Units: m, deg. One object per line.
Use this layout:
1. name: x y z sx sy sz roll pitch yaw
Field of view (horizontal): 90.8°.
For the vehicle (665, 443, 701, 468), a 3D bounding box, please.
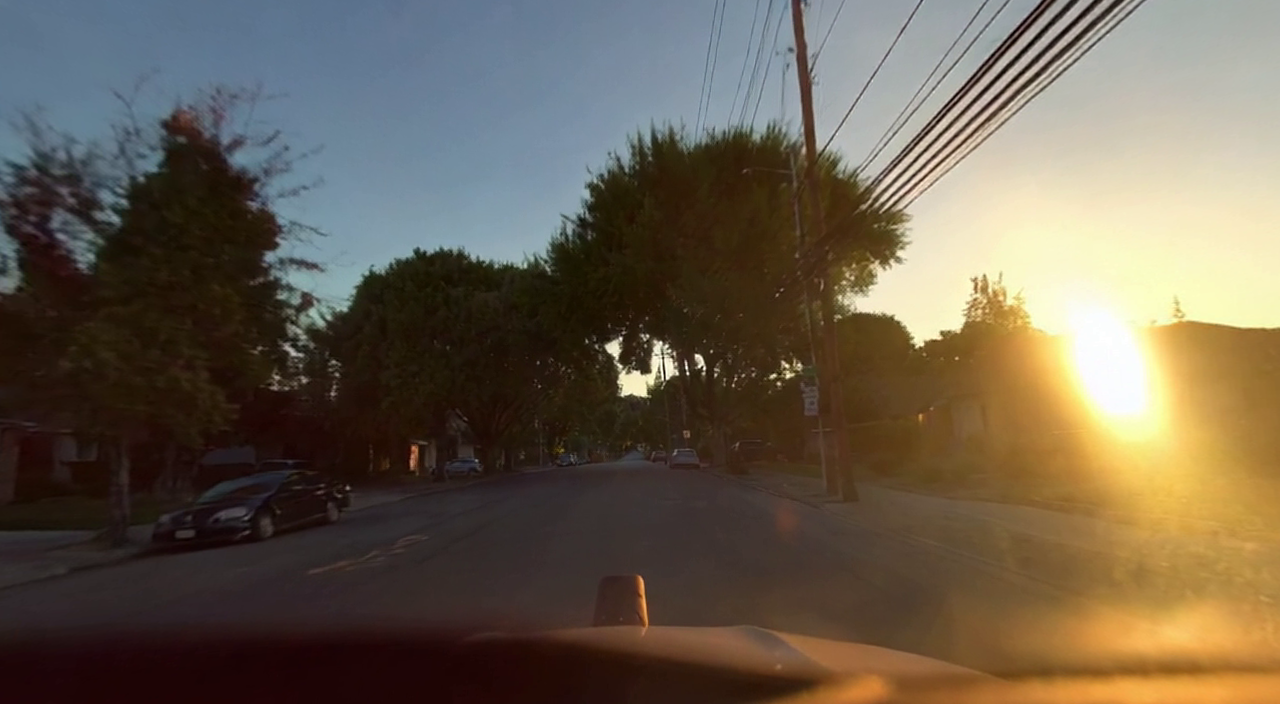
1. vehicle: 3.086 7.587 46.376 2.128 1.724 4.492 0 -8 -2
